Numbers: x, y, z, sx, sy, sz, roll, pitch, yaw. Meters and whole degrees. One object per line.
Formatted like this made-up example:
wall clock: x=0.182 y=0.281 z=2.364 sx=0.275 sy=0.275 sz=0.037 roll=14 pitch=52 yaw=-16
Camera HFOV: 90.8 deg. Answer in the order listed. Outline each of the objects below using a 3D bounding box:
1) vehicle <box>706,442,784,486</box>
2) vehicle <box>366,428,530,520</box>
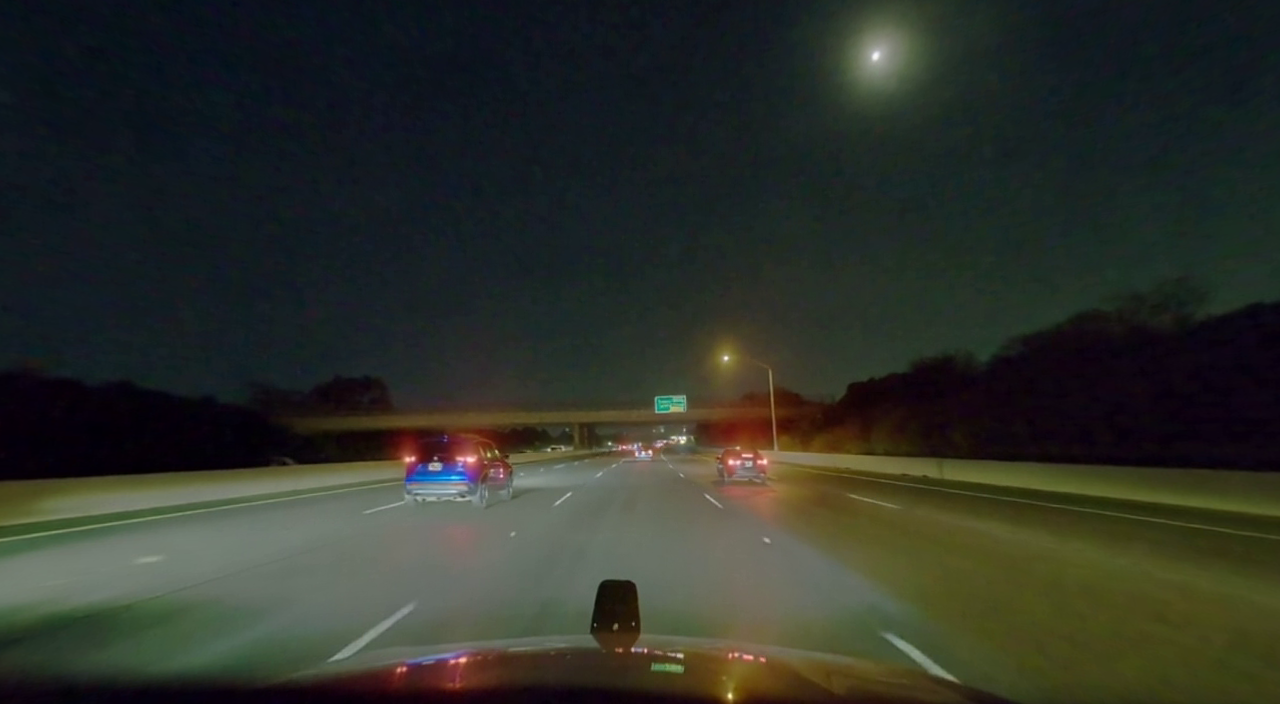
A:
vehicle: x=3.796 y=4.118 z=23.637 sx=2.083 sy=1.453 sz=4.307 roll=0 pitch=-8 yaw=-1
vehicle: x=-3.855 y=2.518 z=13.584 sx=2.193 sy=1.641 sz=4.077 roll=0 pitch=-8 yaw=1
